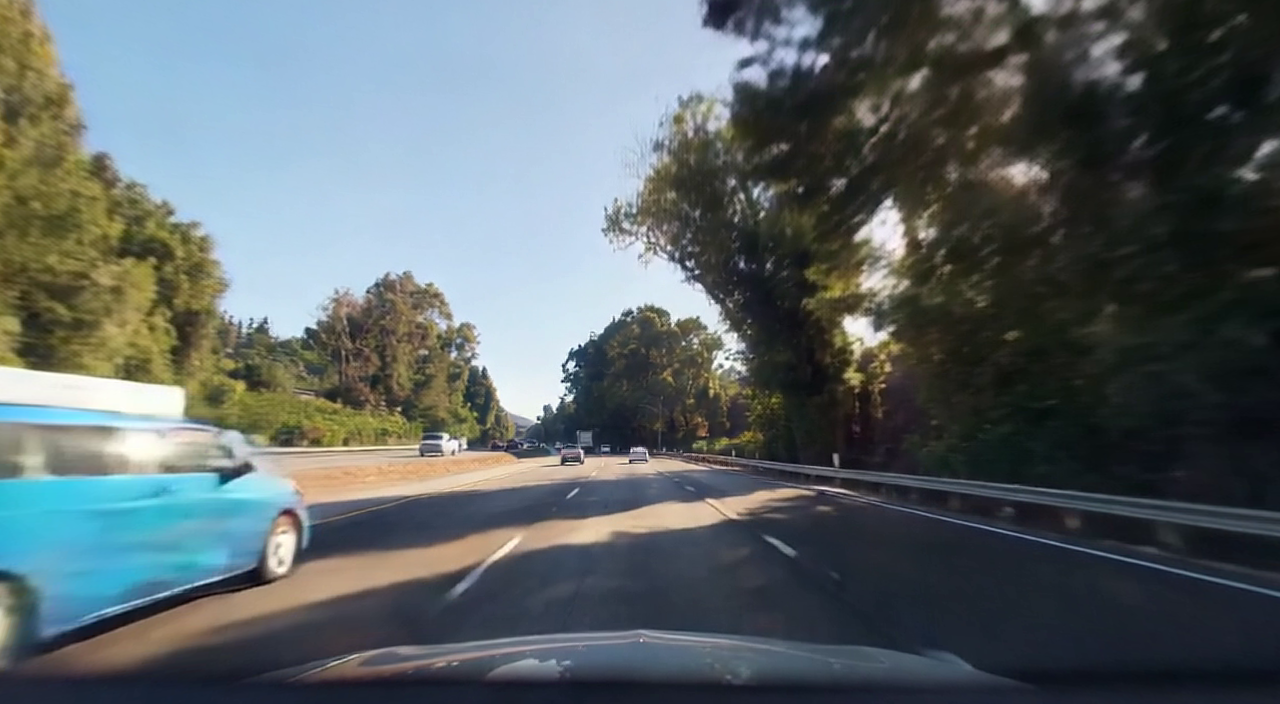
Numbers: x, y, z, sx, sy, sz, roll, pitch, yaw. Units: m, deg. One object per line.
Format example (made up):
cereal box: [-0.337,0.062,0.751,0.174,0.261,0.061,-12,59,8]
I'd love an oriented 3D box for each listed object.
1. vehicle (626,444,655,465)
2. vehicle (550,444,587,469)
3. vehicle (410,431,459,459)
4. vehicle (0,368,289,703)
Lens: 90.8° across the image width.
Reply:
vehicle: [0.020,7.694,47.356,2.008,1.499,3.192,0,-9,-3]
vehicle: [-4.625,6.831,41.522,2.054,1.500,4.469,0,-9,-1]
vehicle: [-14.085,6.419,43.515,1.943,1.806,4.604,0,-9,-1]
vehicle: [-4.280,1.002,3.683,2.088,1.675,4.108,0,-9,0]
